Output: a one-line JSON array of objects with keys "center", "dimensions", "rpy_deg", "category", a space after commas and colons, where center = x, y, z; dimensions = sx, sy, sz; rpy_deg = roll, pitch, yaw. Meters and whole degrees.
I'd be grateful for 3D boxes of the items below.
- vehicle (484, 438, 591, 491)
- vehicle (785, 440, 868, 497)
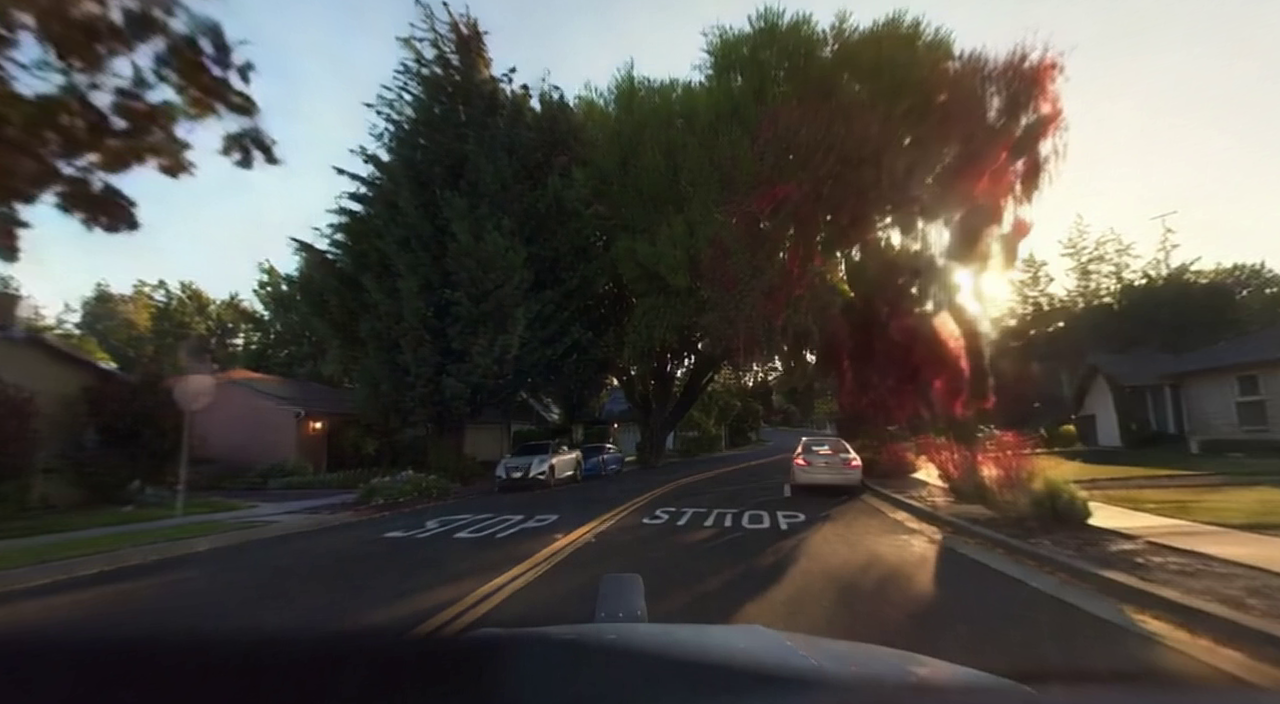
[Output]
[{"center": [-3.584, 4.046, 23.207], "dimensions": [2.030, 1.696, 4.828], "rpy_deg": [-3, -9, 16], "category": "vehicle"}, {"center": [5.476, 3.426, 19.061], "dimensions": [2.045, 1.478, 4.914], "rpy_deg": [-2, -9, 13], "category": "vehicle"}]
